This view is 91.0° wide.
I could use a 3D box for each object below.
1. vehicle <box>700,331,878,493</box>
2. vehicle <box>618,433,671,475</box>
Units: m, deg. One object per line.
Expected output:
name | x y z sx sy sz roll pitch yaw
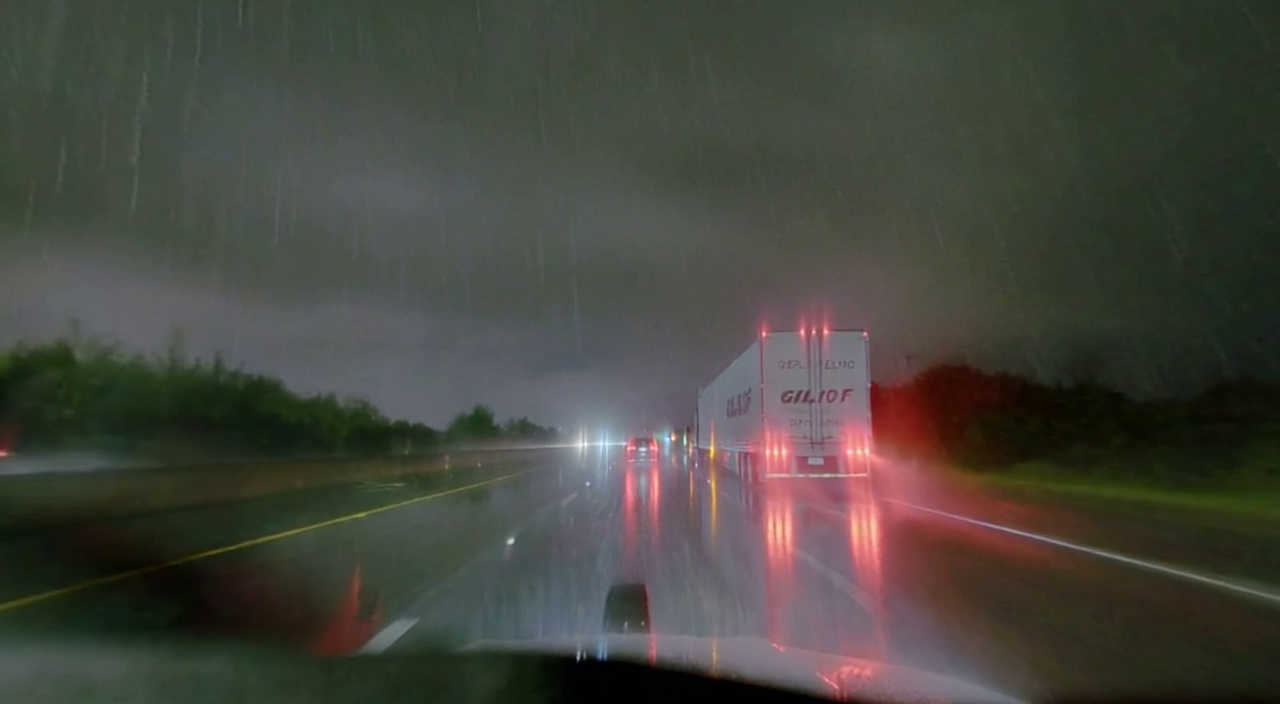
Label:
vehicle | 4.497 2.568 23.609 2.936 4.125 15.204 0 -8 0
vehicle | 0.203 4.335 26.975 2.111 1.635 4.177 0 -8 1
